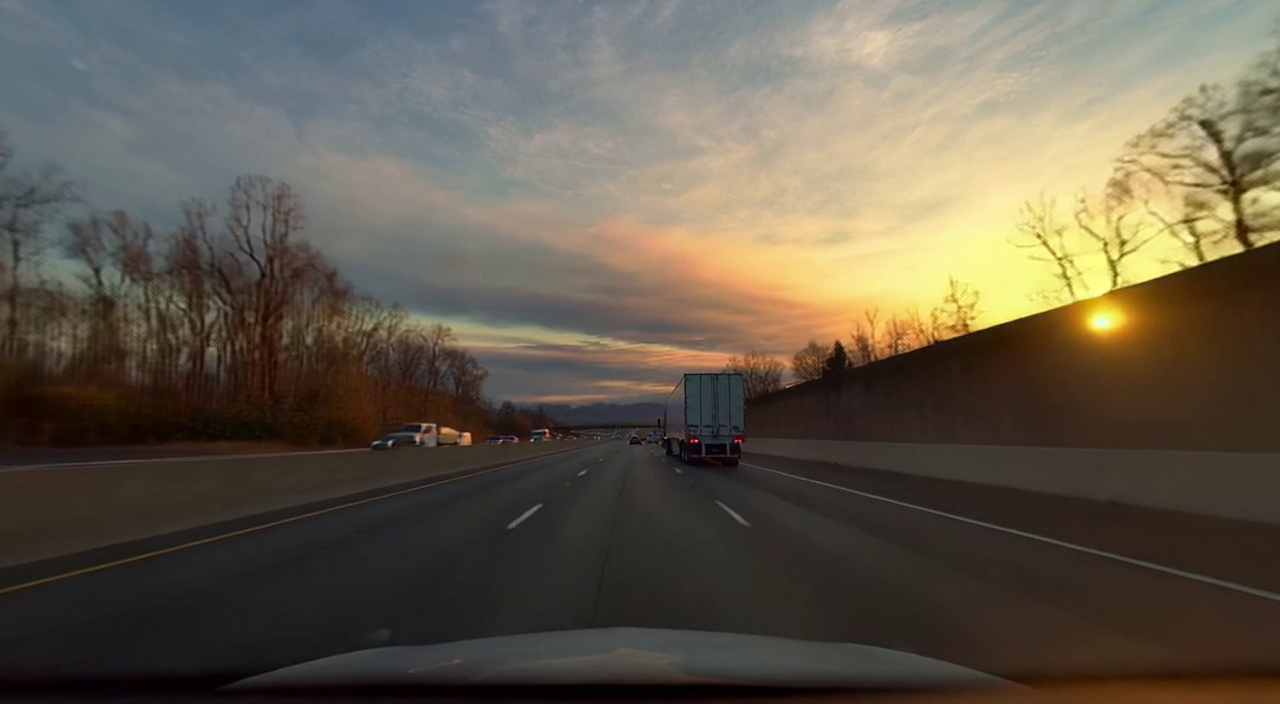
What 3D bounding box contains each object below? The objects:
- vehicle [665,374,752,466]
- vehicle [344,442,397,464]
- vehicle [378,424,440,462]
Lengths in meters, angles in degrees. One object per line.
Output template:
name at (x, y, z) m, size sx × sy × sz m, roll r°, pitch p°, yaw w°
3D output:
vehicle at (3.417, 4.103, 36.526) m, size 2.979 × 4.161 × 15.508 m, roll 1°, pitch -7°, yaw -1°
vehicle at (-19.534, 7.320, 45.712) m, size 1.871 × 1.496 × 4.388 m, roll 0°, pitch -8°, yaw 0°
vehicle at (-16.154, 6.390, 44.289) m, size 2.353 × 2.443 × 5.476 m, roll 0°, pitch -8°, yaw -1°
